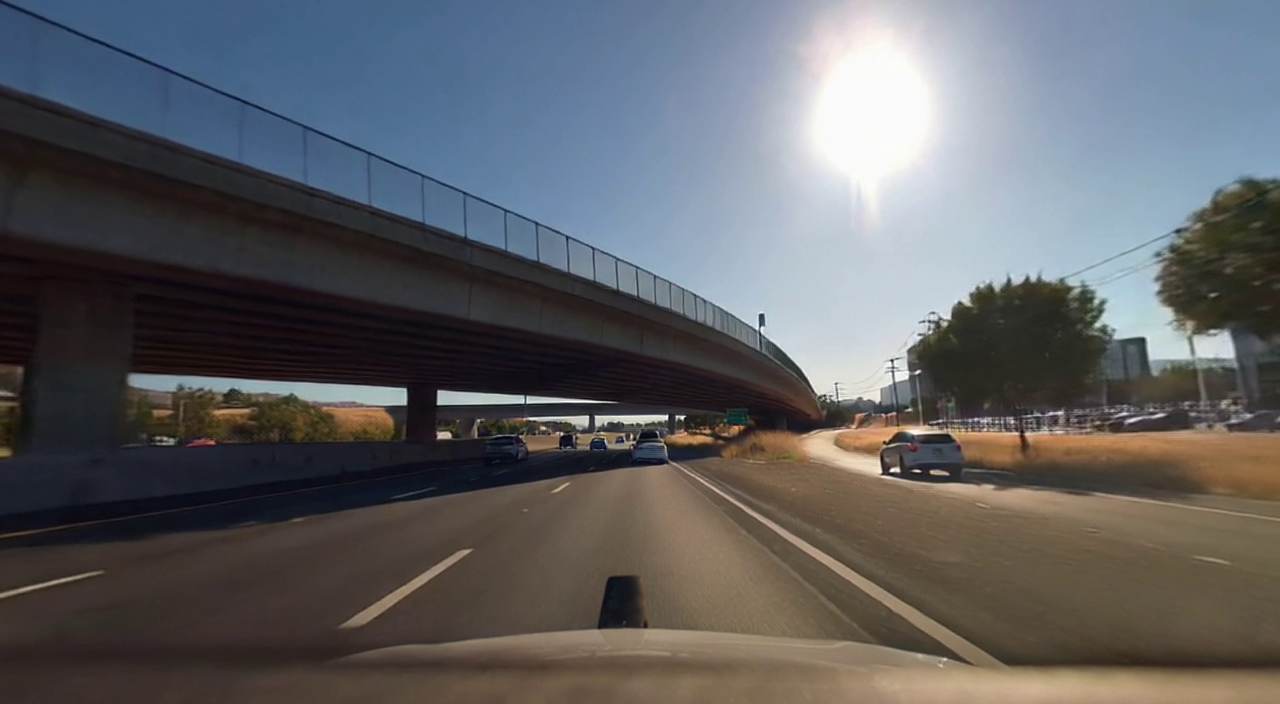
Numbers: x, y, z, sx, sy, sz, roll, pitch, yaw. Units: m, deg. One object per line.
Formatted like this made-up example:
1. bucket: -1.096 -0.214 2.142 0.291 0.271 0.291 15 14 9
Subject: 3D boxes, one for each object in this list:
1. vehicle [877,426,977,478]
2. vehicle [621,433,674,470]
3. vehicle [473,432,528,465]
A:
1. vehicle: 10.539 3.705 23.607 2.095 1.674 4.530 1 -8 7
2. vehicle: 0.266 4.368 27.847 2.145 1.493 4.146 0 -8 -1
3. vehicle: -7.614 5.336 34.931 2.067 1.682 4.388 0 -8 0
